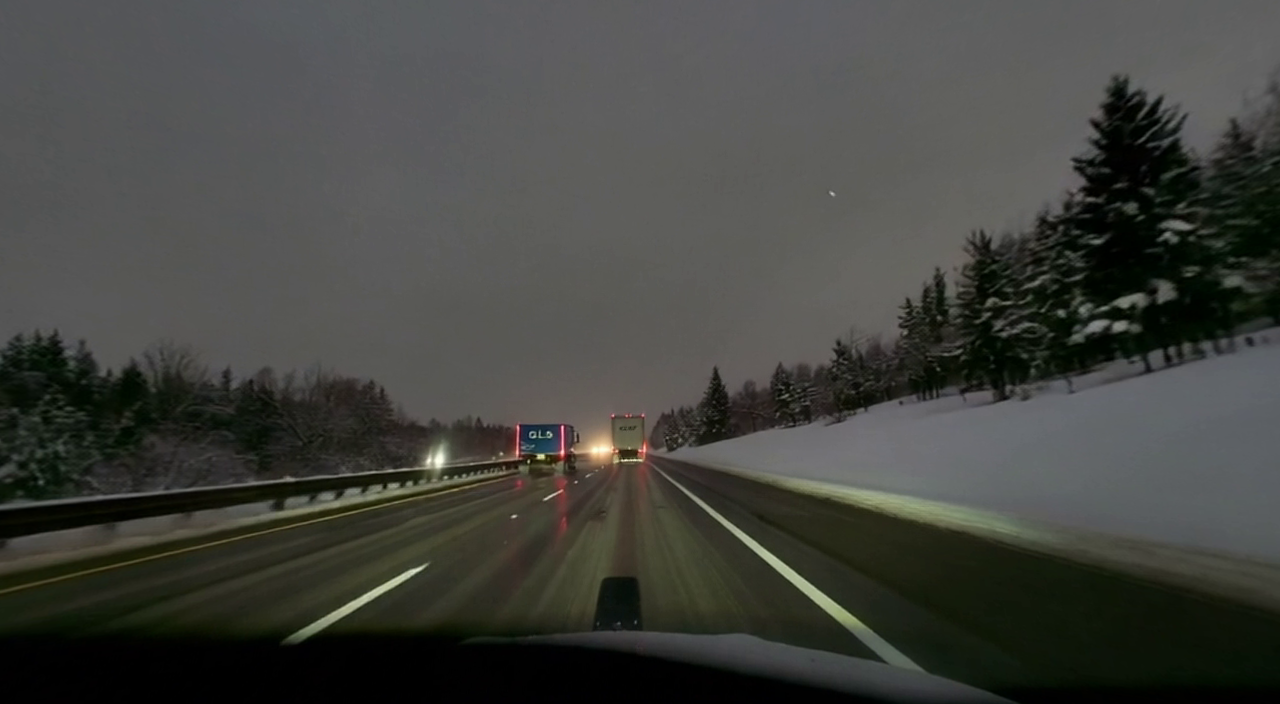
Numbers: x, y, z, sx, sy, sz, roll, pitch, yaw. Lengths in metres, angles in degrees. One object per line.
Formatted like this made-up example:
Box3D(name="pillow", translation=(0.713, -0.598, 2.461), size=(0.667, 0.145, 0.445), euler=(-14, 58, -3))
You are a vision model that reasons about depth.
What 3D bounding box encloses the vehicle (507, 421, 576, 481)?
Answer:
Box3D(name="vehicle", translation=(-4.811, 4.987, 31.721), size=(2.529, 2.697, 5.935), euler=(0, -9, 0))
